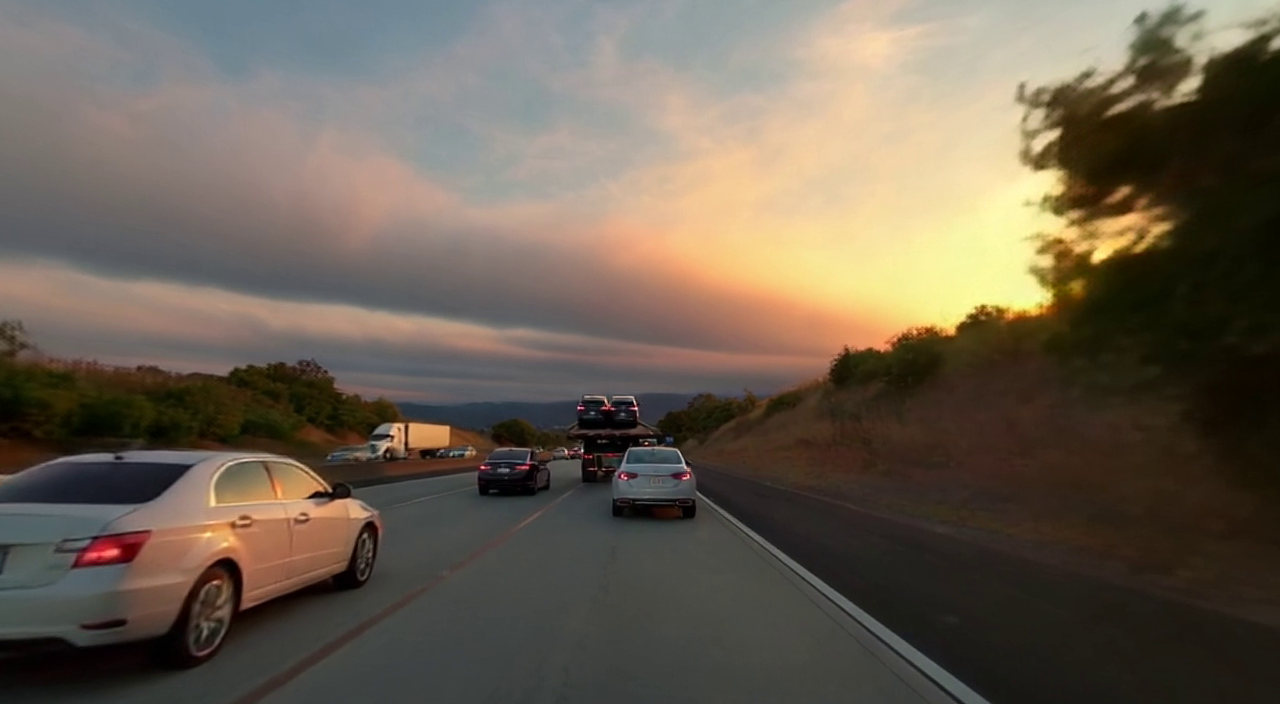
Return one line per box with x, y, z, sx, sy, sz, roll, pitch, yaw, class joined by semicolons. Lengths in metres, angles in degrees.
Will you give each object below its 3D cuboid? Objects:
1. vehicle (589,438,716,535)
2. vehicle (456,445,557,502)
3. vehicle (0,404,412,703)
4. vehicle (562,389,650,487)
0.171;2.394;11.749;1.991;1.507;3.391;0;-9;-1;vehicle
-3.809;3.536;18.832;1.947;1.470;4.526;0;-9;1;vehicle
-3.359;1.249;4.373;2.149;1.497;3.753;0;-9;0;vehicle
-2.319;4.620;32.959;3.019;3.757;16.692;1;-9;-8;vehicle
